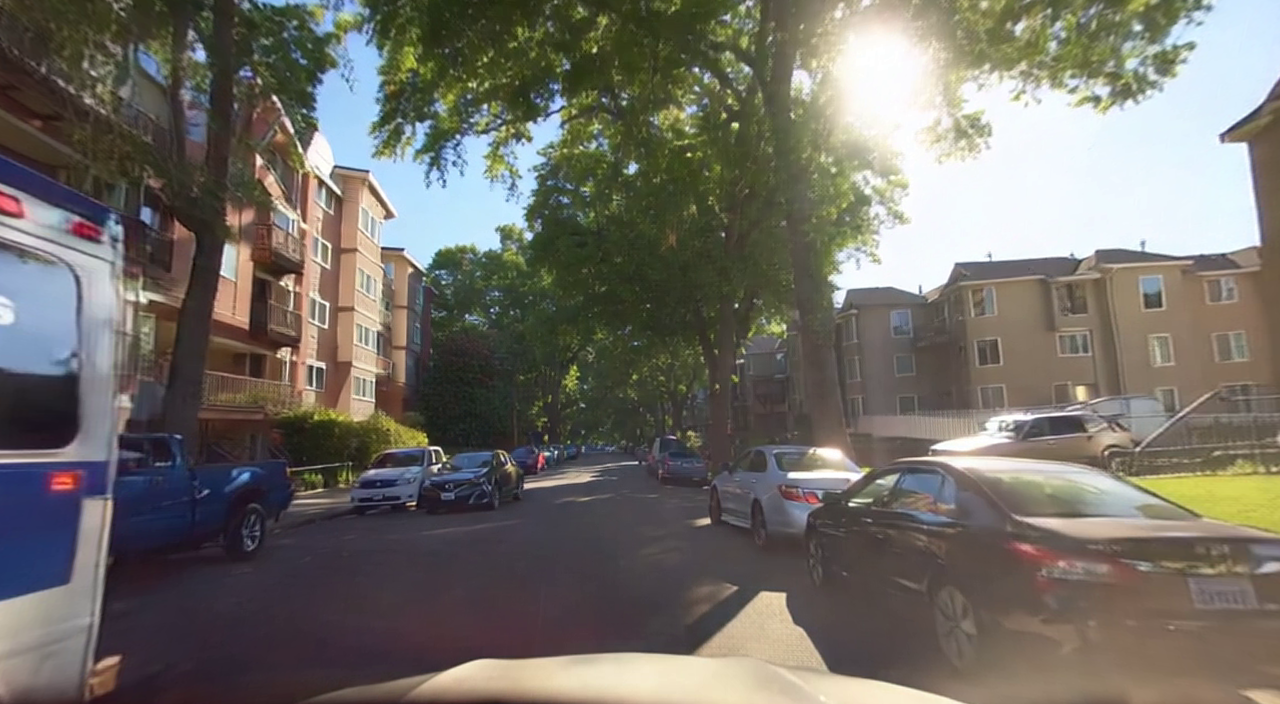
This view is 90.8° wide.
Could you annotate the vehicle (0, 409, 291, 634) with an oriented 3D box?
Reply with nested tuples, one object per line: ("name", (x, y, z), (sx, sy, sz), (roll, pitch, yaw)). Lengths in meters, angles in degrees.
("vehicle", (-6.647, 1.763, 7.134), (2.308, 1.877, 6.060), (-4, -8, -3))

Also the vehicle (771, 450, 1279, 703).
("vehicle", (2.349, 1.390, 4.481), (1.720, 1.333, 4.233), (0, -8, -3))

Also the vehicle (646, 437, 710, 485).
("vehicle", (1.346, 4.079, 23.952), (1.878, 1.664, 4.033), (1, -8, -4))

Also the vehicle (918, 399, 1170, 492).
("vehicle", (9.216, 2.198, 14.724), (4.416, 1.784, 1.929), (-3, -10, -2))

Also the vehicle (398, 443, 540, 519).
("vehicle", (-3.781, 2.909, 14.880), (1.966, 1.515, 4.394), (0, -8, 2))

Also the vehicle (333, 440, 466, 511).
("vehicle", (-7.127, 3.671, 19.464), (2.215, 1.841, 5.172), (0, -8, -2))
